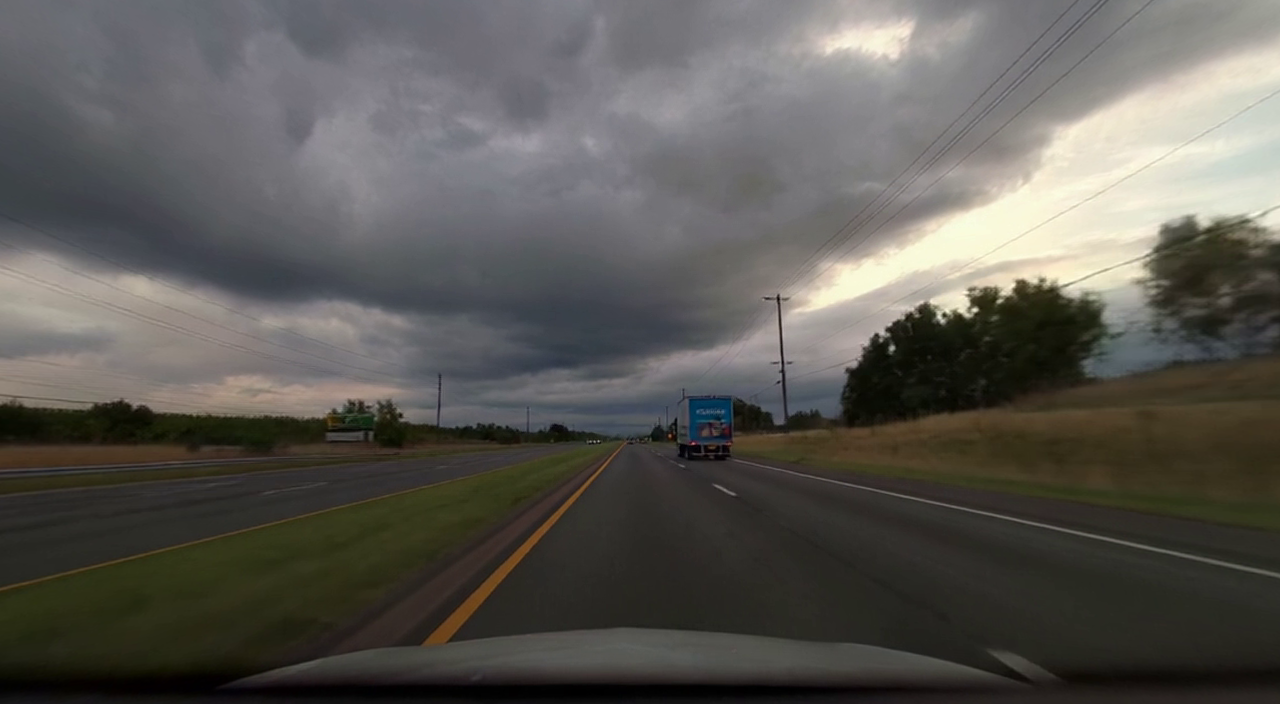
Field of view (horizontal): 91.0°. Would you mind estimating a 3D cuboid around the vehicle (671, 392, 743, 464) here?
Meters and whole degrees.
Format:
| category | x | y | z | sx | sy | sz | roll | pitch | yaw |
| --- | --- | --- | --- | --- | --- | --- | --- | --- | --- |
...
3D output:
| category | x | y | z | sx | sy | sz | roll | pitch | yaw |
| --- | --- | --- | --- | --- | --- | --- | --- | --- | --- |
| vehicle | 3.671 | 4.559 | 37.077 | 3.037 | 3.672 | 9.136 | 0 | -8 | -1 |
